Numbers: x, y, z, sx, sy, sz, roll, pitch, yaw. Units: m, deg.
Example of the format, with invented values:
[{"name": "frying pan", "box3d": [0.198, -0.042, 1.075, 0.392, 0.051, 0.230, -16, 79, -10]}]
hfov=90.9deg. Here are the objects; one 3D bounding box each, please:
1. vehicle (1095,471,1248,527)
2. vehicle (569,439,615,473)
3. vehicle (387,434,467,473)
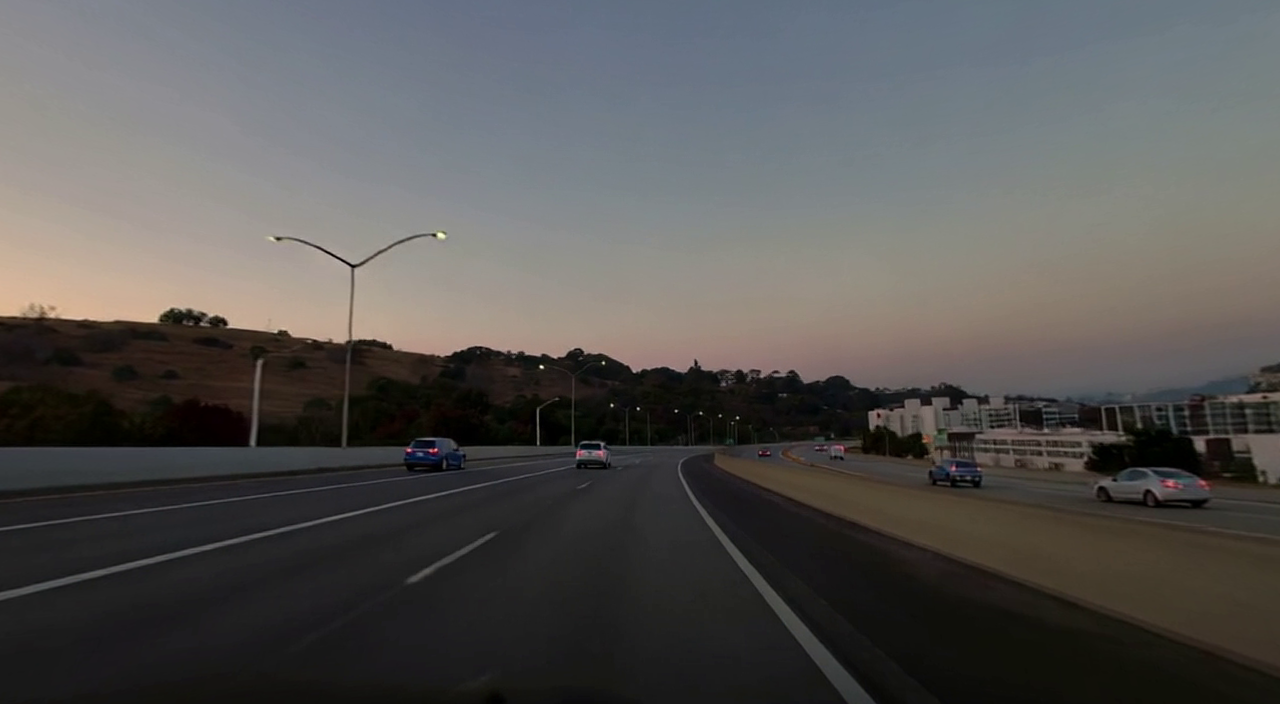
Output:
[{"name": "vehicle", "box3d": [18.604, 5.121, 22.408, 1.786, 1.559, 4.496, -1, -8, 5]}, {"name": "vehicle", "box3d": [-2.629, 5.846, 35.724, 2.028, 1.782, 4.150, -1, -8, 3]}, {"name": "vehicle", "box3d": [-10.212, 4.920, 30.675, 2.039, 1.746, 4.528, -1, -8, 4]}]
